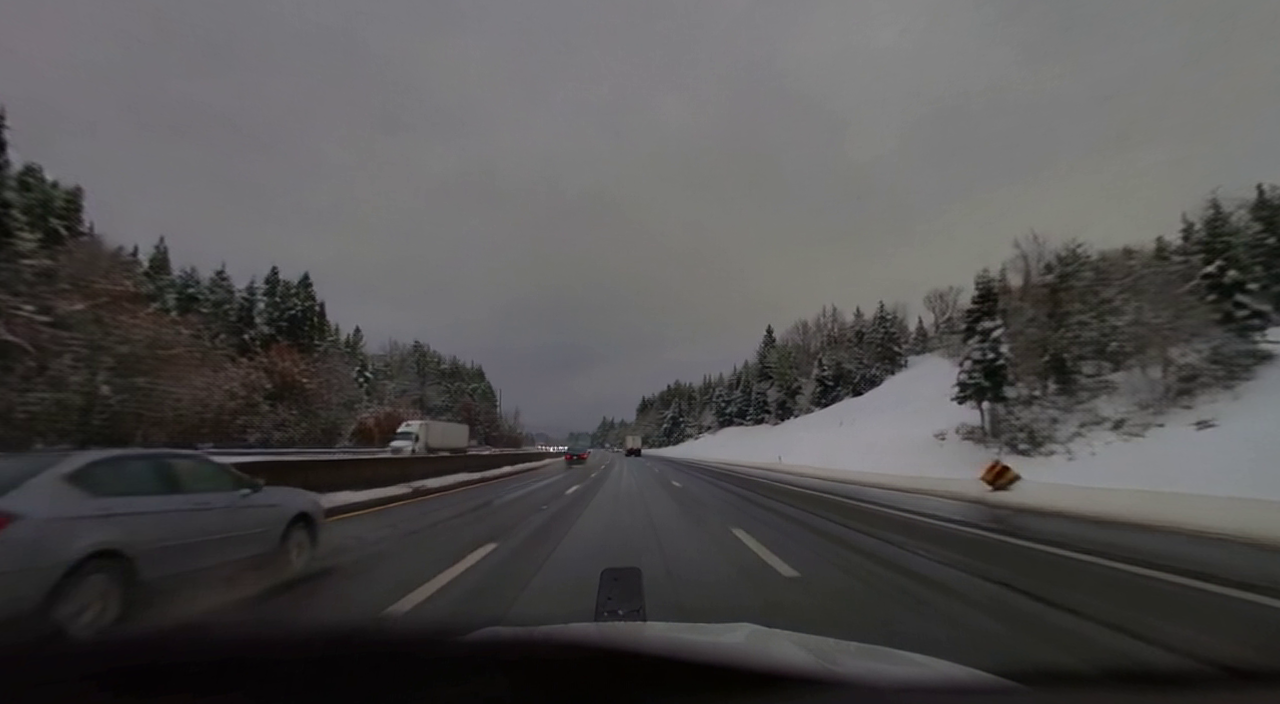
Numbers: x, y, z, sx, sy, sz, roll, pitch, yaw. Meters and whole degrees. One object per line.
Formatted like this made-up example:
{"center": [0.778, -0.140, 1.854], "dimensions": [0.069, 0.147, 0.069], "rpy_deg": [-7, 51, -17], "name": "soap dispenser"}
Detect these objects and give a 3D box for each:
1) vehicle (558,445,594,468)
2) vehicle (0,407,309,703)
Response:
{"center": [-4.411, 7.270, 44.008], "dimensions": [2.022, 1.513, 4.613], "rpy_deg": [1, -9, -1], "name": "vehicle"}
{"center": [-4.229, 1.085, 3.580], "dimensions": [2.169, 1.473, 4.631], "rpy_deg": [0, -9, 0], "name": "vehicle"}
